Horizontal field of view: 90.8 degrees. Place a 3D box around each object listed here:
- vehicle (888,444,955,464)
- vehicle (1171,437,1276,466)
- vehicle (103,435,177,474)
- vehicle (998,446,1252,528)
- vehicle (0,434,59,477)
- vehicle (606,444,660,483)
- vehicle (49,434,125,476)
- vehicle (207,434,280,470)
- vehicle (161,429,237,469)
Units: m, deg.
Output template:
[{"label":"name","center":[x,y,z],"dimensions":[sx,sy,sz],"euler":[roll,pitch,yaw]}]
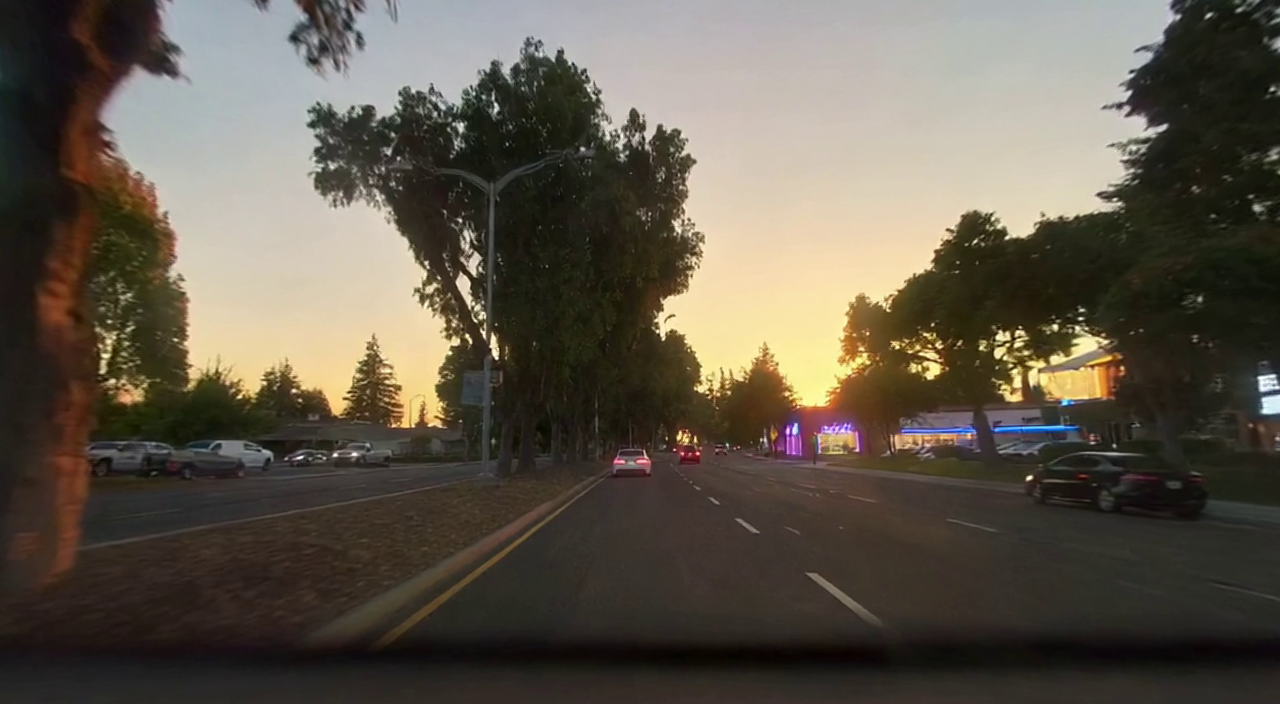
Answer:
[{"label":"vehicle","center":[21.481,7.813,48.394],"dimensions":[4.197,1.505,1.915],"euler":[0,-8,1]},{"label":"vehicle","center":[34.473,5.867,37.411],"dimensions":[4.198,1.653,1.910],"euler":[-1,-9,2]},{"label":"vehicle","center":[-34.494,7.012,43.492],"dimensions":[6.029,2.538,2.343],"euler":[-6,-11,37]},{"label":"vehicle","center":[10.239,2.830,13.974],"dimensions":[1.930,1.475,4.648],"euler":[0,-8,0]},{"label":"vehicle","center":[-39.335,6.593,40.484],"dimensions":[5.700,2.520,2.423],"euler":[-8,-10,43]},{"label":"vehicle","center":[-0.268,4.615,26.456],"dimensions":[2.095,1.456,3.873],"euler":[0,-8,0]},{"label":"vehicle","center":[-36.630,6.763,41.771],"dimensions":[6.393,2.554,2.474],"euler":[-7,-10,38]},{"label":"vehicle","center":[-30.155,7.655,47.985],"dimensions":[5.689,2.583,2.285],"euler":[-7,-12,32]},{"label":"vehicle","center":[-31.910,7.095,45.641],"dimensions":[5.926,2.638,2.413],"euler":[-8,-12,35]}]
